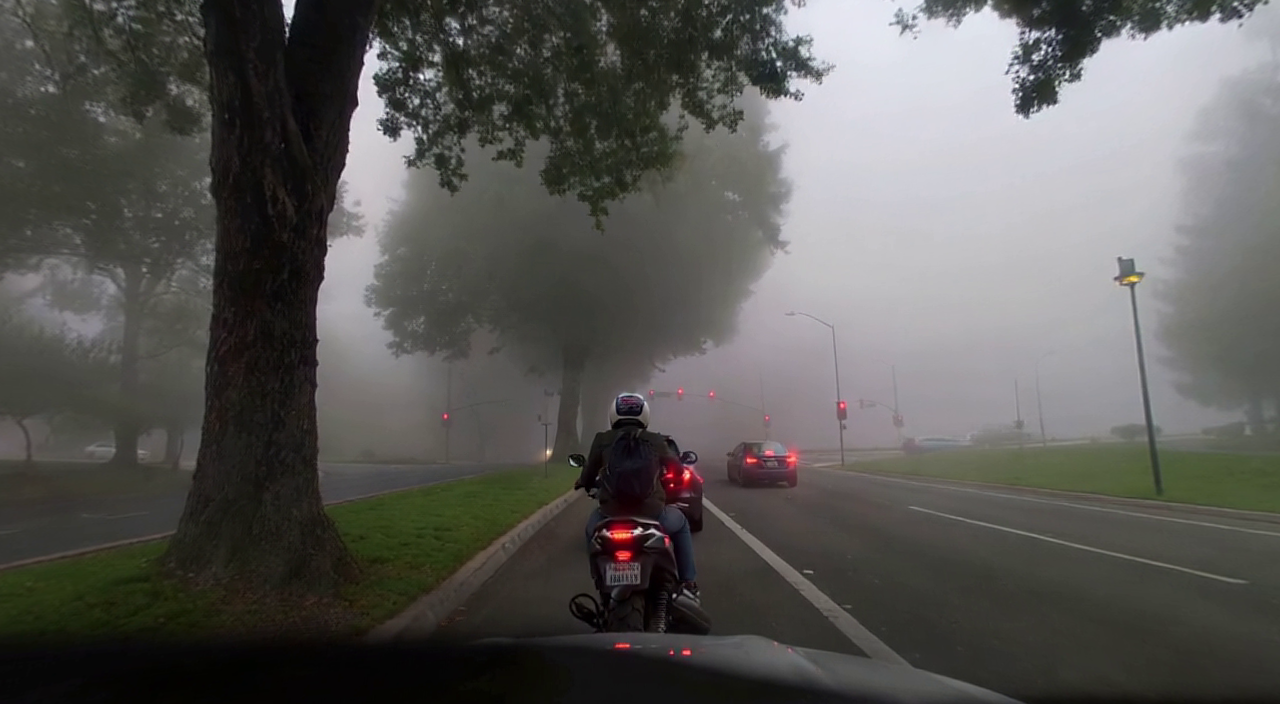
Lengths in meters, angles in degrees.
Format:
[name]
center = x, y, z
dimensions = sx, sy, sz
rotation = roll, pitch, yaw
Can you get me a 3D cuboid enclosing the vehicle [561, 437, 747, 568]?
[vehicle]
center = 0.120, 2.024, 9.405
dimensions = 2.093, 1.450, 4.437
rotation = 0, -8, -1
